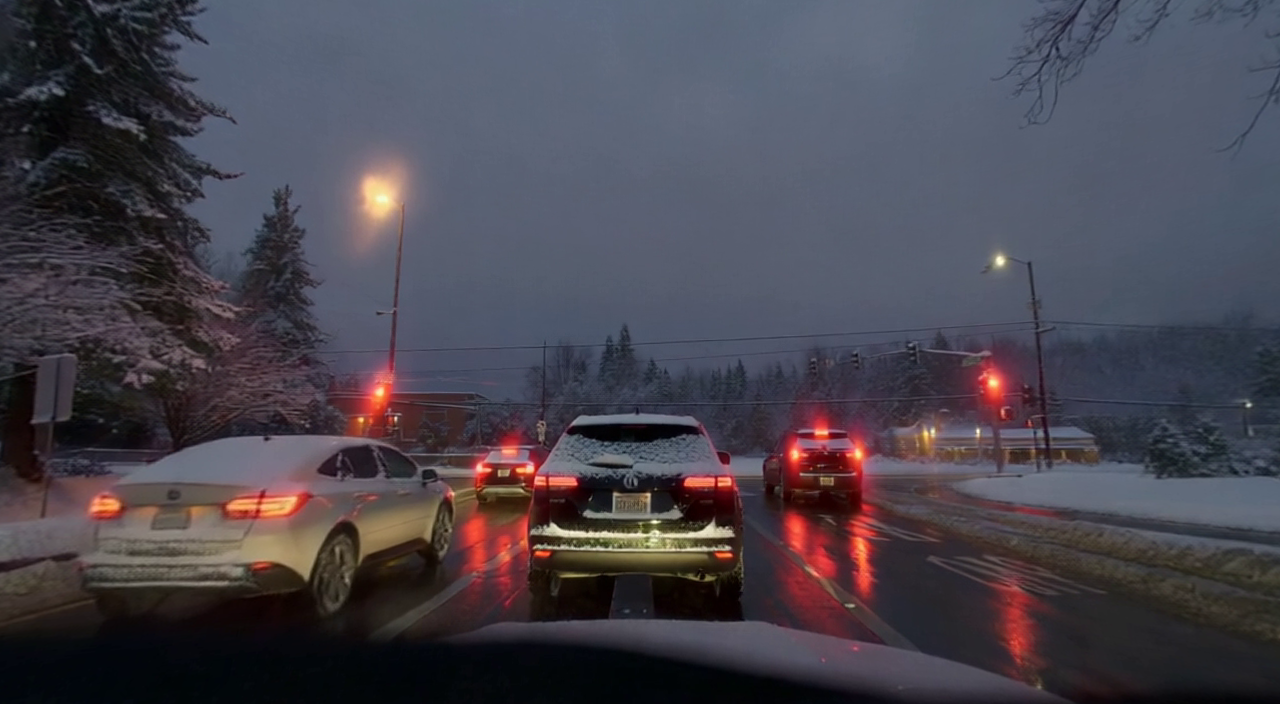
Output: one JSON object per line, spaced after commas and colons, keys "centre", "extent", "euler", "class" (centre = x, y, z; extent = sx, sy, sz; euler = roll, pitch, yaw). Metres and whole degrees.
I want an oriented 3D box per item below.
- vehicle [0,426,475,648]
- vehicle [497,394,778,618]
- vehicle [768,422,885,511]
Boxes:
{"centre": [-3.297, 1.554, 6.451], "extent": [1.913, 1.453, 4.413], "euler": [0, -8, 2], "class": "vehicle"}
{"centre": [-0.033, 1.525, 7.178], "extent": [2.203, 1.757, 4.286], "euler": [0, -8, 0], "class": "vehicle"}
{"centre": [4.813, 2.994, 16.922], "extent": [2.084, 2.053, 4.073], "euler": [-1, -8, 4], "class": "vehicle"}
